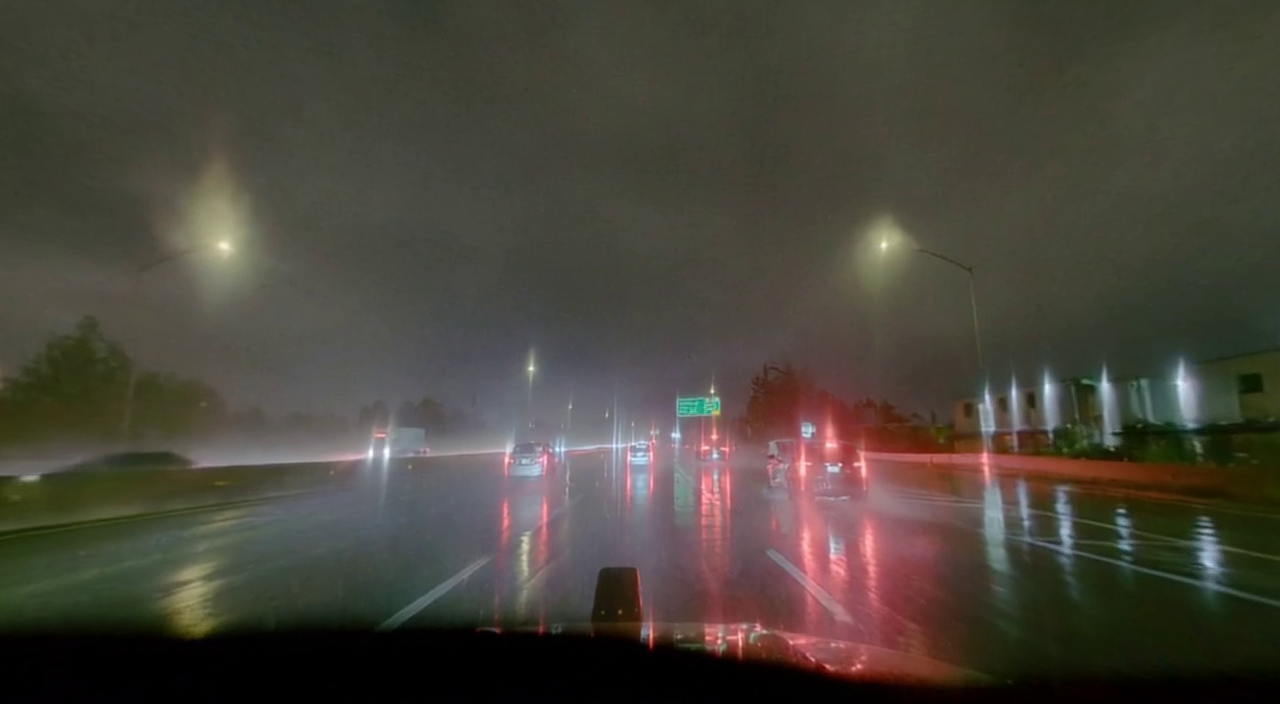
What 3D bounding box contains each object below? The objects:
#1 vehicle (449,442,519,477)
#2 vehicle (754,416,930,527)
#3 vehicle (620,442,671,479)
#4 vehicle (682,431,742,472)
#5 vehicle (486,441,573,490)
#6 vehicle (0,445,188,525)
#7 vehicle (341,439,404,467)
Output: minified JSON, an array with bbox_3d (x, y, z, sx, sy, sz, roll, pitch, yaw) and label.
[{"bbox_3d":[-7.251,5.055,29.778,2.065,1.519,4.491,0,-9,1],"label":"vehicle"},{"bbox_3d":[3.648,2.256,12.351,2.045,1.768,4.249,0,-9,0],"label":"vehicle"},{"bbox_3d":[0.243,4.726,27.611,2.071,1.478,4.130,0,-9,1],"label":"vehicle"},{"bbox_3d":[4.035,5.750,36.546,2.802,2.151,6.579,0,-9,1],"label":"vehicle"},{"bbox_3d":[-3.640,3.832,21.611,1.996,1.488,4.451,0,-9,2],"label":"vehicle"},{"bbox_3d":[-12.705,2.851,14.104,1.908,1.506,4.253,0,-9,1],"label":"vehicle"},{"bbox_3d":[-19.394,7.379,45.977,2.176,1.901,5.057,0,-9,3],"label":"vehicle"}]
